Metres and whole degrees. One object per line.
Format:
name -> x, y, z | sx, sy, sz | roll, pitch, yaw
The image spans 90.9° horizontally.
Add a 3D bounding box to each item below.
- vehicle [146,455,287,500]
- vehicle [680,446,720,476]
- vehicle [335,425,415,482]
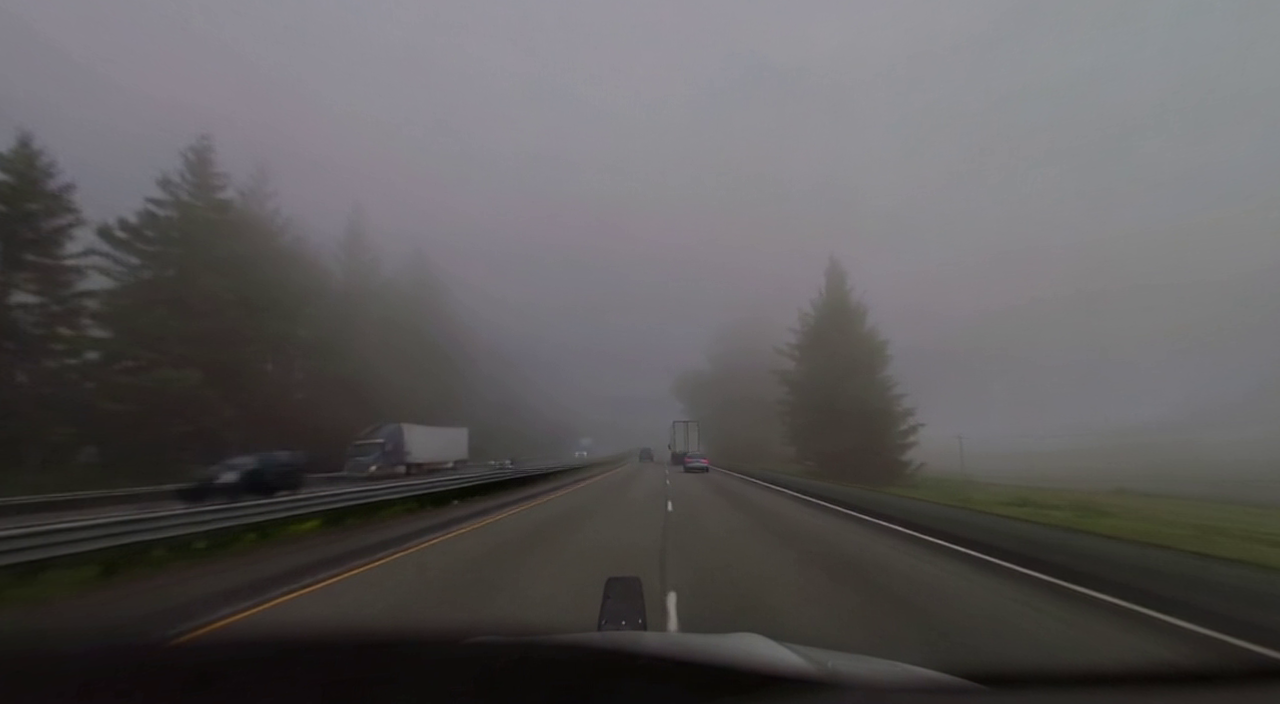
vehicle -> -16.144, 4.770, 24.339 | 2.397, 1.546, 4.216 | 0, -9, 2
vehicle -> 3.486, 6.414, 37.400 | 2.096, 1.653, 4.185 | 0, -9, 2
vehicle -> -19.285, 7.436, 46.368 | 3.014, 3.887, 5.930 | 0, -9, 2
